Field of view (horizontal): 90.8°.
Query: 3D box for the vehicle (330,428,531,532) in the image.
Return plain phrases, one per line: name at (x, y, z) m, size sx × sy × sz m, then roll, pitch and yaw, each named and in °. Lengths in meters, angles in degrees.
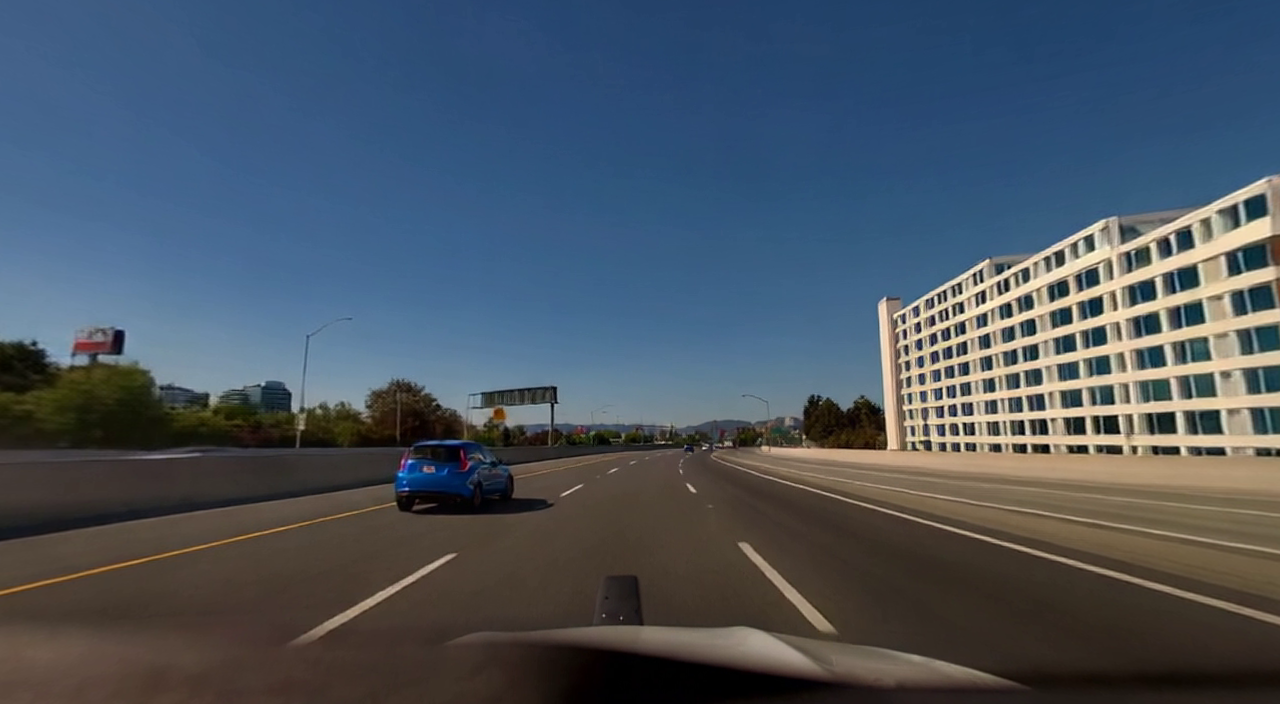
vehicle at (-3.606, 2.313, 12.042) m, size 2.087 × 1.566 × 4.756 m, roll 0°, pitch -9°, yaw 2°
